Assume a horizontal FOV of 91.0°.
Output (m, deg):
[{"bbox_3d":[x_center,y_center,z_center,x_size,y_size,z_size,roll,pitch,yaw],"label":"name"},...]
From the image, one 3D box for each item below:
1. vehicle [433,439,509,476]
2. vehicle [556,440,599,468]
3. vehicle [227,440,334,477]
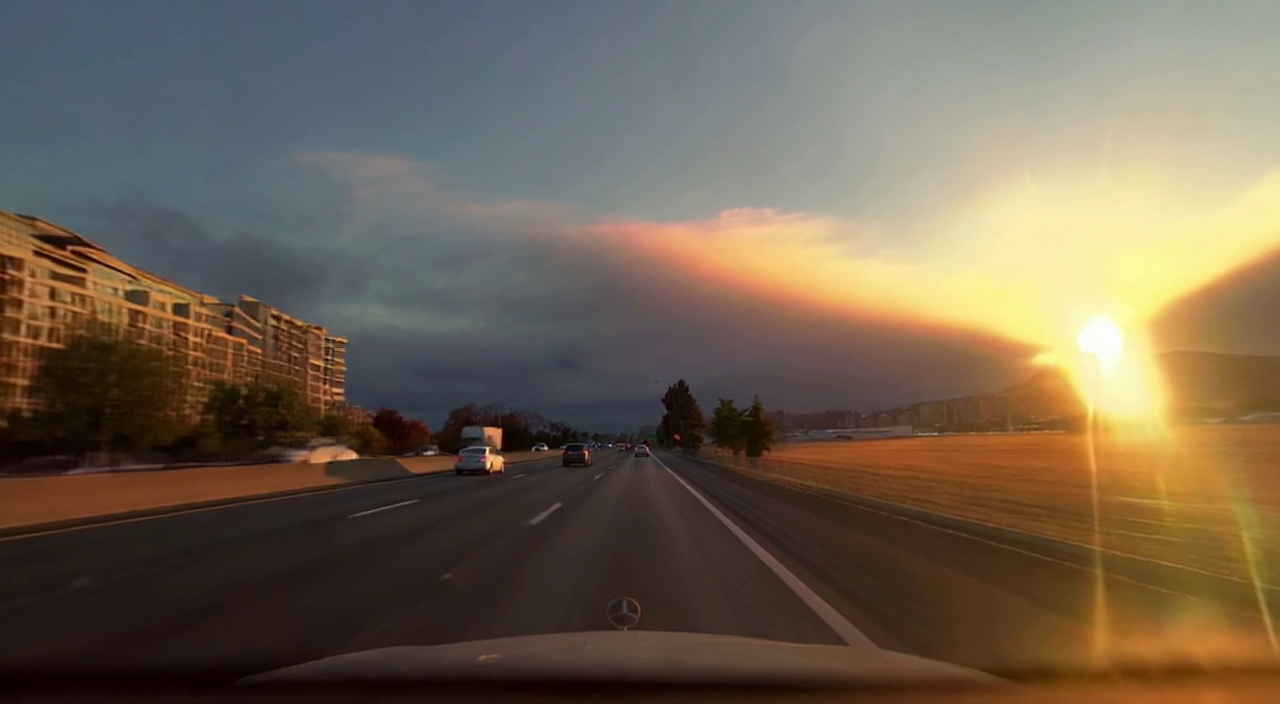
[{"bbox_3d":[-7.513,4.747,28.481,2.034,1.523,4.627,0,-9,1],"label":"vehicle"},{"bbox_3d":[-3.799,6.313,39.031,2.083,1.588,4.801,0,-9,1],"label":"vehicle"},{"bbox_3d":[-18.975,5.618,33.670,2.198,1.781,5.886,0,-9,1],"label":"vehicle"}]
